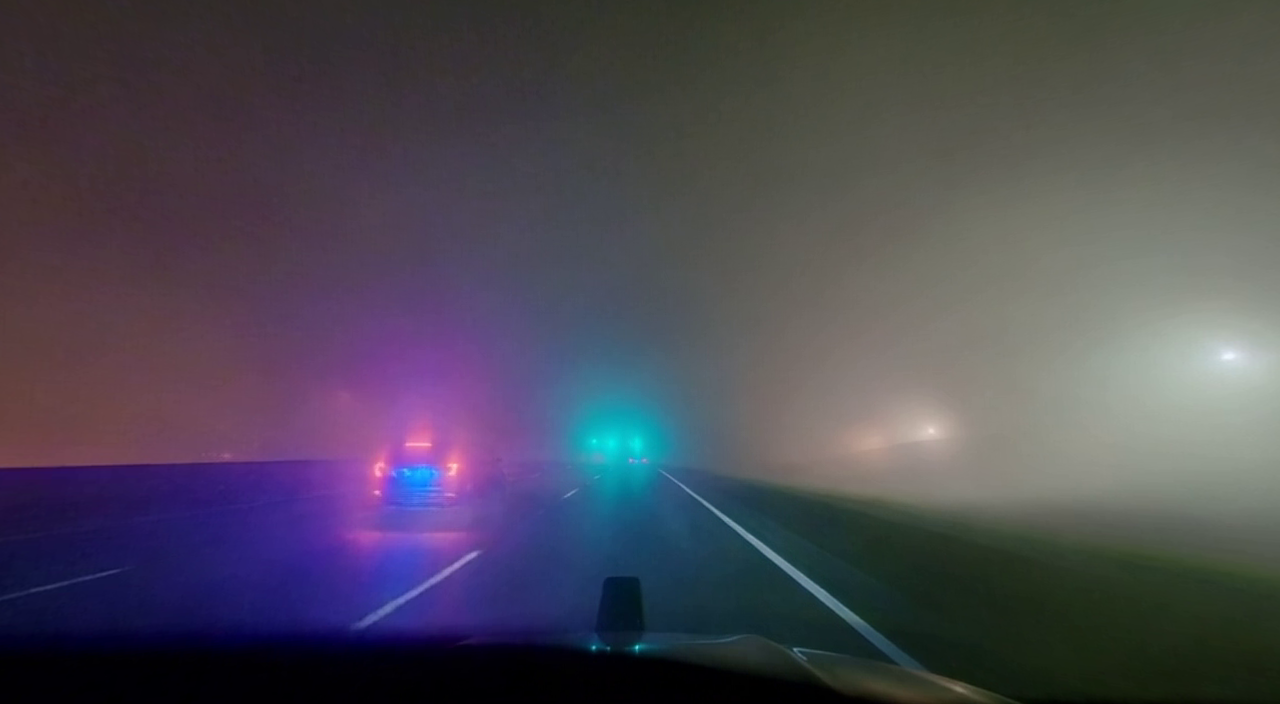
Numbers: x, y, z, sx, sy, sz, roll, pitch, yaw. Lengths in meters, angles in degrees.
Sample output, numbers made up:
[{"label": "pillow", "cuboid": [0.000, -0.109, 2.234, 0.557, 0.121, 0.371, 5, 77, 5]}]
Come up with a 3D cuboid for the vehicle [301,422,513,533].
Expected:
[{"label": "vehicle", "cuboid": [-4.236, 2.396, 12.666, 2.272, 1.759, 5.058, 0, -9, 1]}]
